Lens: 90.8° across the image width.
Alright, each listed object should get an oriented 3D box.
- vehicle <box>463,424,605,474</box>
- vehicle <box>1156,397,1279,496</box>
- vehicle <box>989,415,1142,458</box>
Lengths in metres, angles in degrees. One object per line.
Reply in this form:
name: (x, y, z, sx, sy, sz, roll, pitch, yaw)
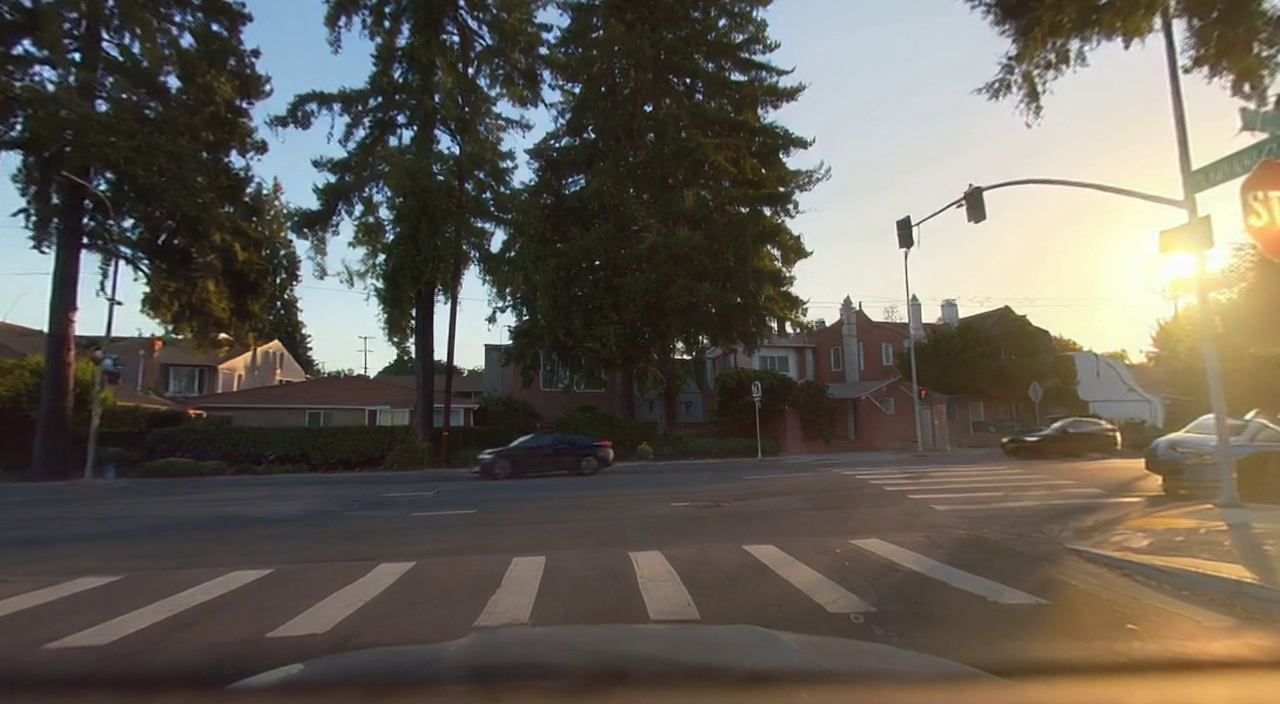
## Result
vehicle: (-3.465, 3.149, 20.588, 4.296, 1.499, 1.814, 3, -9, -19)
vehicle: (12.802, 1.794, 12.130, 4.208, 1.685, 2.014, 1, -8, -8)
vehicle: (15.576, 3.121, 23.220, 4.548, 1.469, 1.864, 1, -8, -11)
